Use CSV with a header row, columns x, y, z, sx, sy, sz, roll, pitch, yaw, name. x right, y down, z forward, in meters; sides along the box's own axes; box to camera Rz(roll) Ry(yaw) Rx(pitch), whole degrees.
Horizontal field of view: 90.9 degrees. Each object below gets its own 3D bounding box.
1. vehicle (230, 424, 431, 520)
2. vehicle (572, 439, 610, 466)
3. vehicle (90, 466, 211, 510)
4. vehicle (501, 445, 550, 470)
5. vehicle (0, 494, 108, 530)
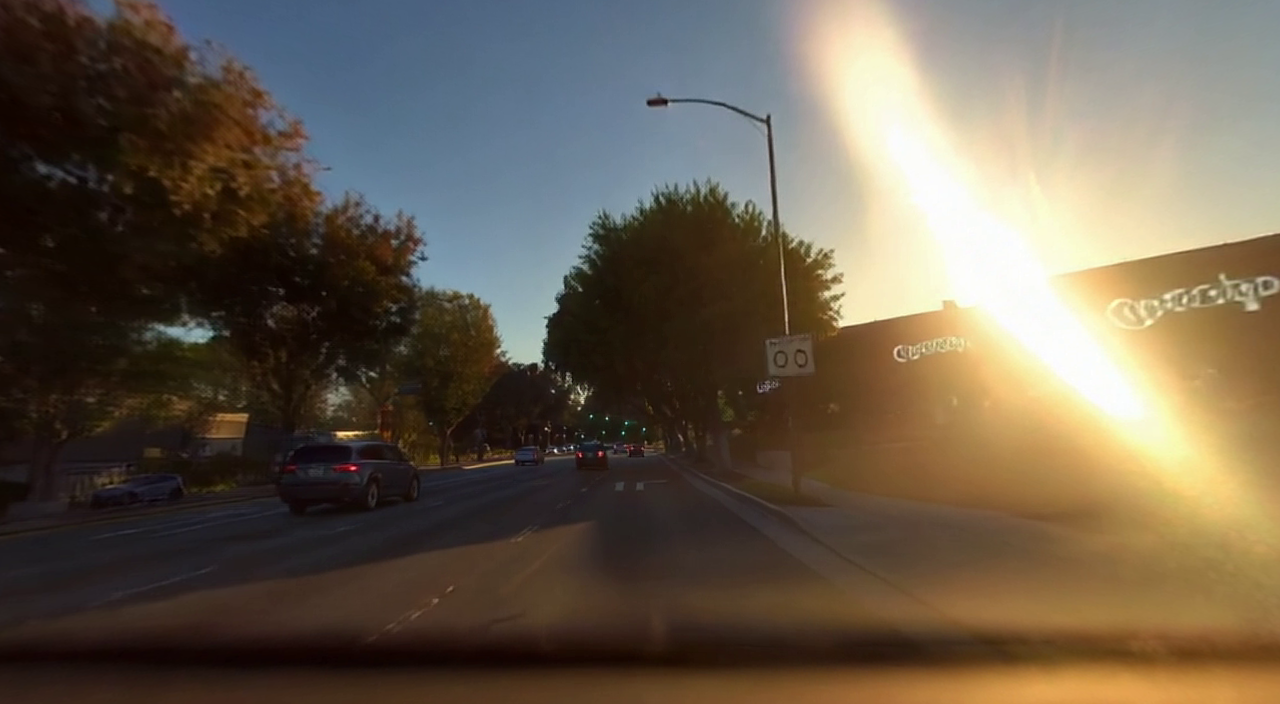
x,y,z,sx,sy,sz,roll,pitch,yaw,name
-6.789,2.694,14.627,2.137,1.835,4.844,0,-9,1,vehicle
-3.148,6.566,41.158,2.100,1.661,3.837,0,-9,1,vehicle
-22.070,6.098,28.707,1.900,1.467,4.655,-6,-8,-1,vehicle
-6.827,6.364,38.087,2.072,1.427,4.328,0,-9,1,vehicle
-18.358,4.873,19.319,0.944,0.724,3.568,1,-9,2,vehicle
